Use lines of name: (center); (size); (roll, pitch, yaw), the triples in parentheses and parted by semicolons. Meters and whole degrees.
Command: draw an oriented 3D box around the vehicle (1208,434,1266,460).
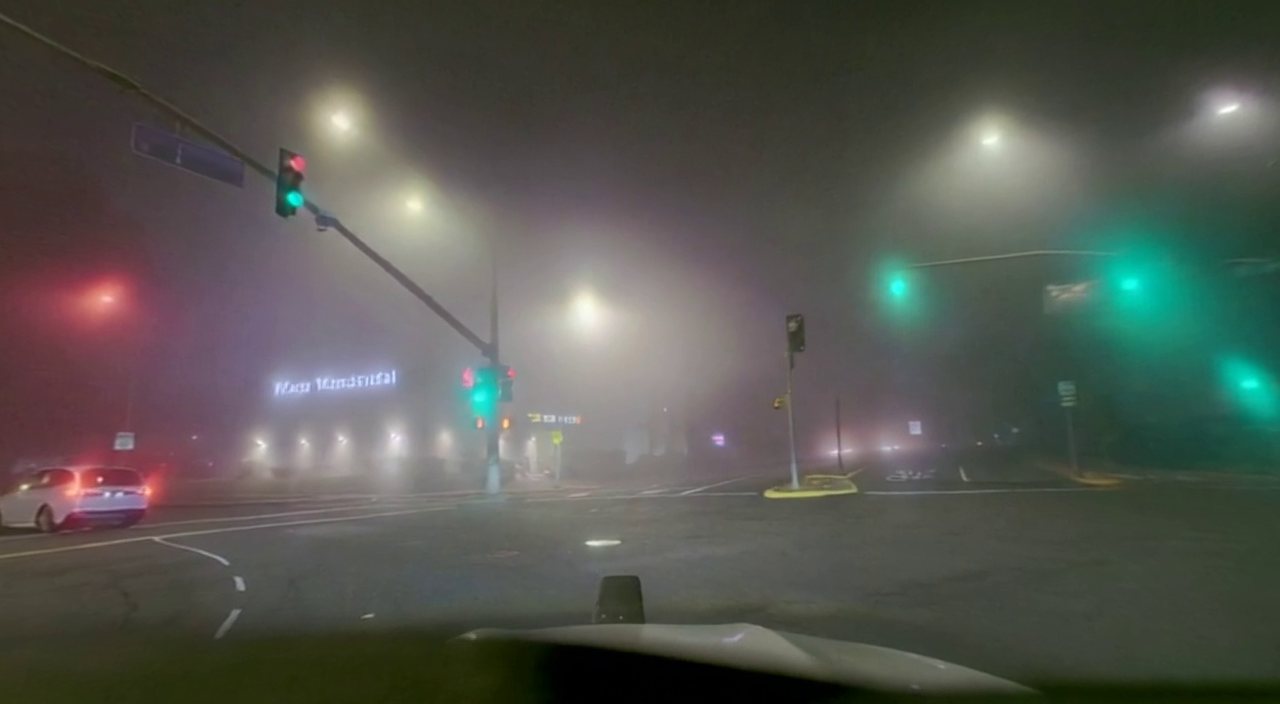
vehicle: (40.470, 6.434, 42.812); (4.113, 1.606, 2.219); (7, -11, -39)

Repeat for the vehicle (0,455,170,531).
vehicle: (-14.736, 3.504, 16.277); (4.312, 1.642, 2.197); (-4, -9, 23)
